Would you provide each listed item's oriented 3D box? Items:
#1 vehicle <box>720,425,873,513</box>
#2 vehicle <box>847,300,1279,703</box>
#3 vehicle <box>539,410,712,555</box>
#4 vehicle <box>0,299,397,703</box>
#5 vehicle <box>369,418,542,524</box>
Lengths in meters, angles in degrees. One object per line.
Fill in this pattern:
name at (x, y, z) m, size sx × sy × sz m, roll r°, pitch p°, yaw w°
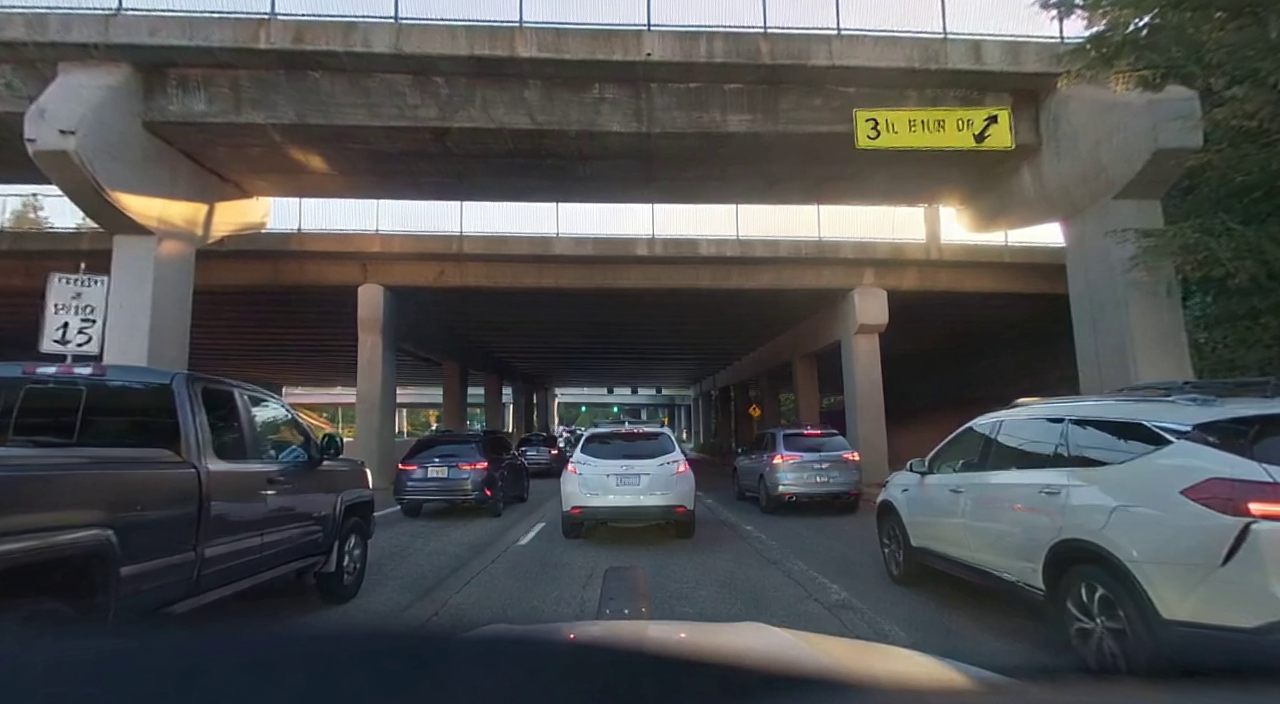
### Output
vehicle at (3.460, 2.731, 15.269) m, size 2.234 × 1.720 × 5.378 m, roll 0°, pitch -8°, yaw -1°
vehicle at (3.673, 1.095, 5.060) m, size 2.401 × 1.968 × 4.841 m, roll 0°, pitch -8°, yaw 1°
vehicle at (-0.211, 1.876, 9.641) m, size 2.097 × 1.748 × 3.794 m, roll 0°, pitch -8°, yaw -1°
vehicle at (-3.393, 0.911, 3.616) m, size 2.074 × 1.814 × 4.596 m, roll 0°, pitch -8°, yaw 1°
vehicle at (-3.338, 2.250, 12.371) m, size 2.127 × 1.720 × 4.064 m, roll 0°, pitch -8°, yaw 0°
